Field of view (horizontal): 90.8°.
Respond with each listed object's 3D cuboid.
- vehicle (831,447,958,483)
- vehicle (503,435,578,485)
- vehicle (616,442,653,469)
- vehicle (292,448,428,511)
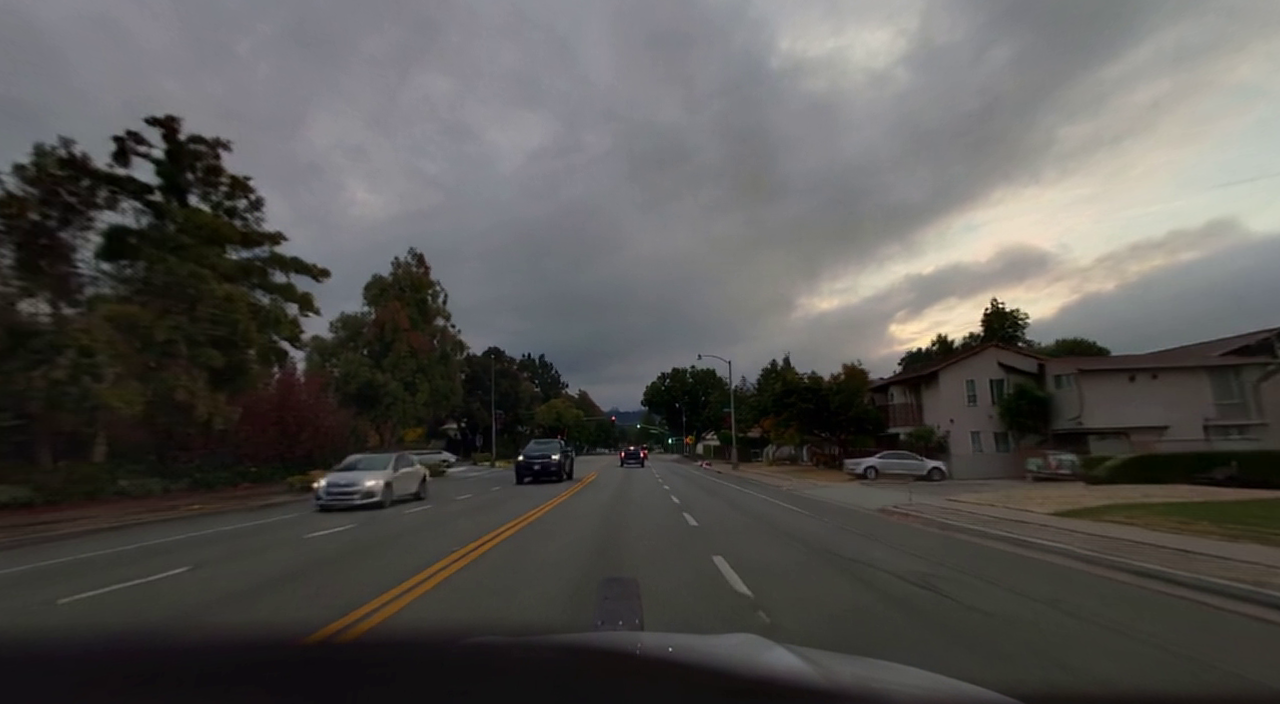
[{"bbox_3d":[11.034,4.896,27.605,4.697,1.462,1.881,0,-8,-2],"label":"vehicle"},{"bbox_3d":[-4.232,4.723,27.827,2.429,1.953,5.345,-1,-9,0],"label":"vehicle"},{"bbox_3d":[-0.325,7.684,46.950,2.554,1.902,5.329,0,-9,1],"label":"vehicle"},{"bbox_3d":[-7.441,3.398,17.262,1.961,1.510,3.827,0,-9,0],"label":"vehicle"}]
